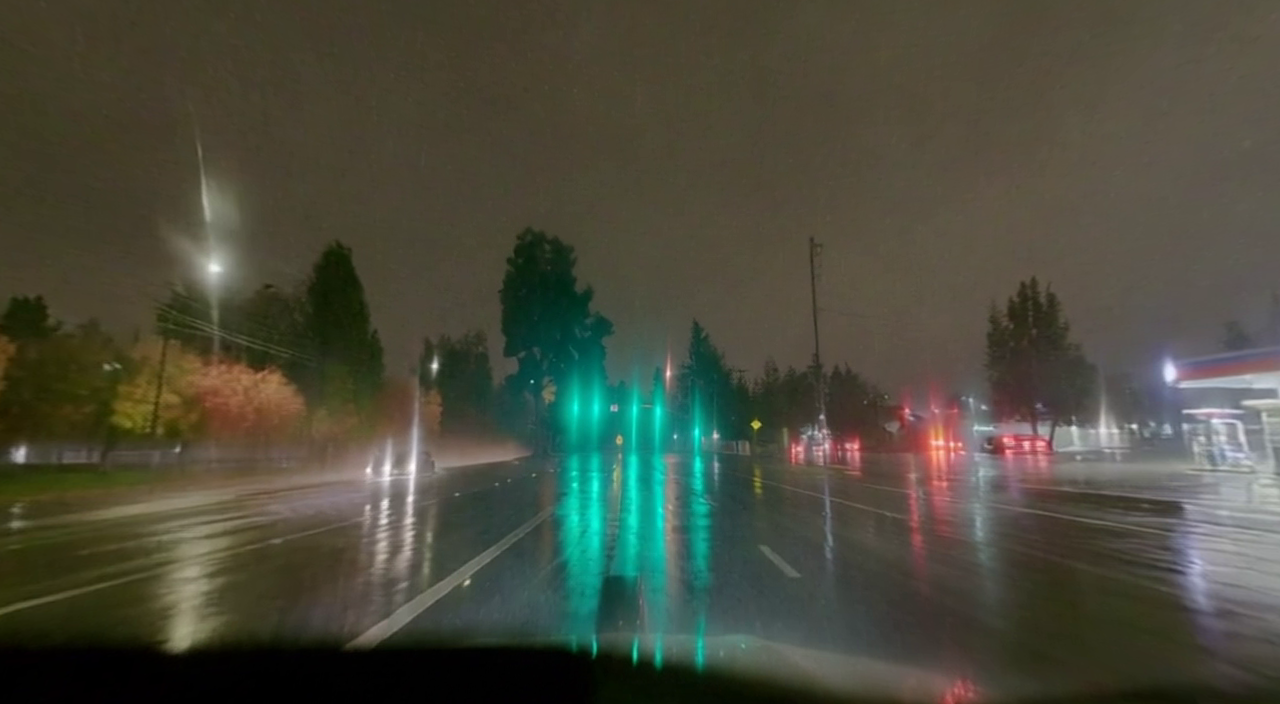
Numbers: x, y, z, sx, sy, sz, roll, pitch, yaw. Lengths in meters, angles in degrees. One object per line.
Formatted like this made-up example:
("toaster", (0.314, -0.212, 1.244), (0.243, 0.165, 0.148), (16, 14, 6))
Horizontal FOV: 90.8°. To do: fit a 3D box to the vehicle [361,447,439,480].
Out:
("vehicle", (-11.740, 5.436, 31.233), (1.972, 1.466, 4.683), (0, -8, 1))
